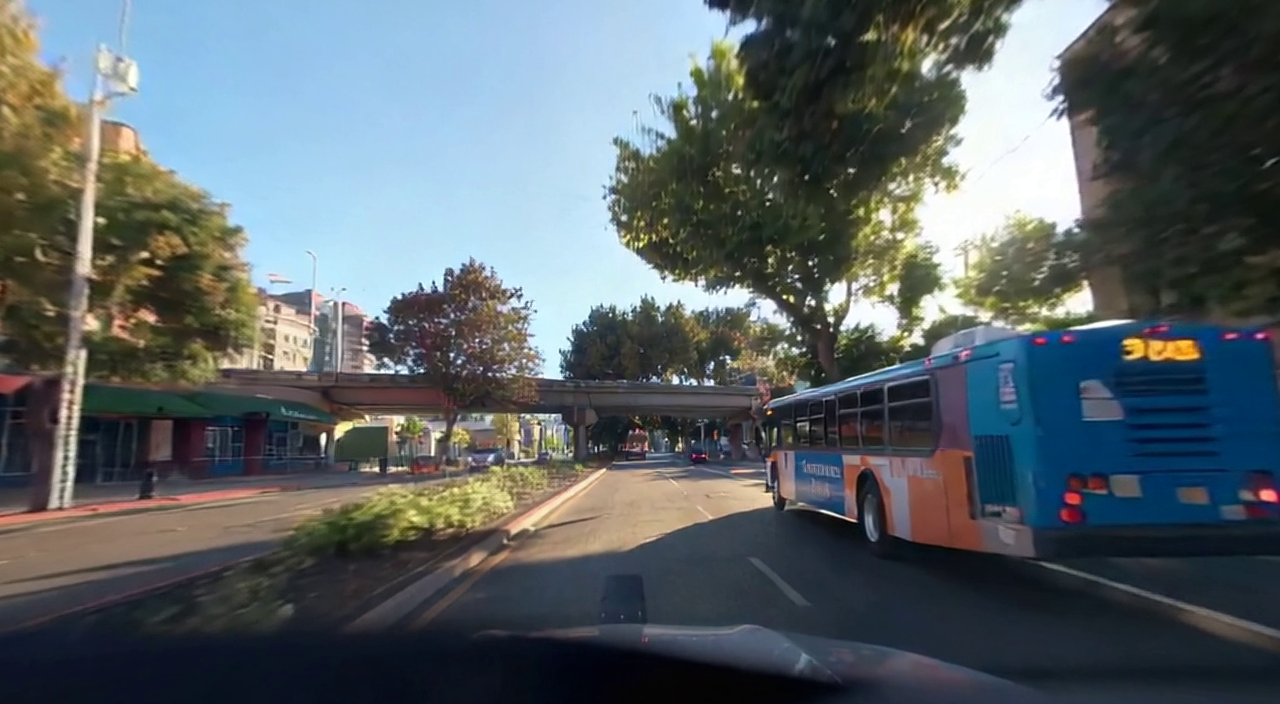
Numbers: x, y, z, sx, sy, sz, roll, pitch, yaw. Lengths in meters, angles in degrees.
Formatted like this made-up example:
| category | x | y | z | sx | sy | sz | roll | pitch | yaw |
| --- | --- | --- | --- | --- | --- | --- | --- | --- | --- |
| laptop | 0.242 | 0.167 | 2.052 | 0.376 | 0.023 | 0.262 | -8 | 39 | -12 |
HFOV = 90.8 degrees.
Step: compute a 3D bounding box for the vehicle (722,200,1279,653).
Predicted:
| category | x | y | z | sx | sy | sz | roll | pitch | yaw |
| --- | --- | --- | --- | --- | --- | --- | --- | --- | --- |
| vehicle | 4.268 | 1.460 | 11.334 | 3.043 | 3.162 | 13.806 | 0 | -8 | -3 |
